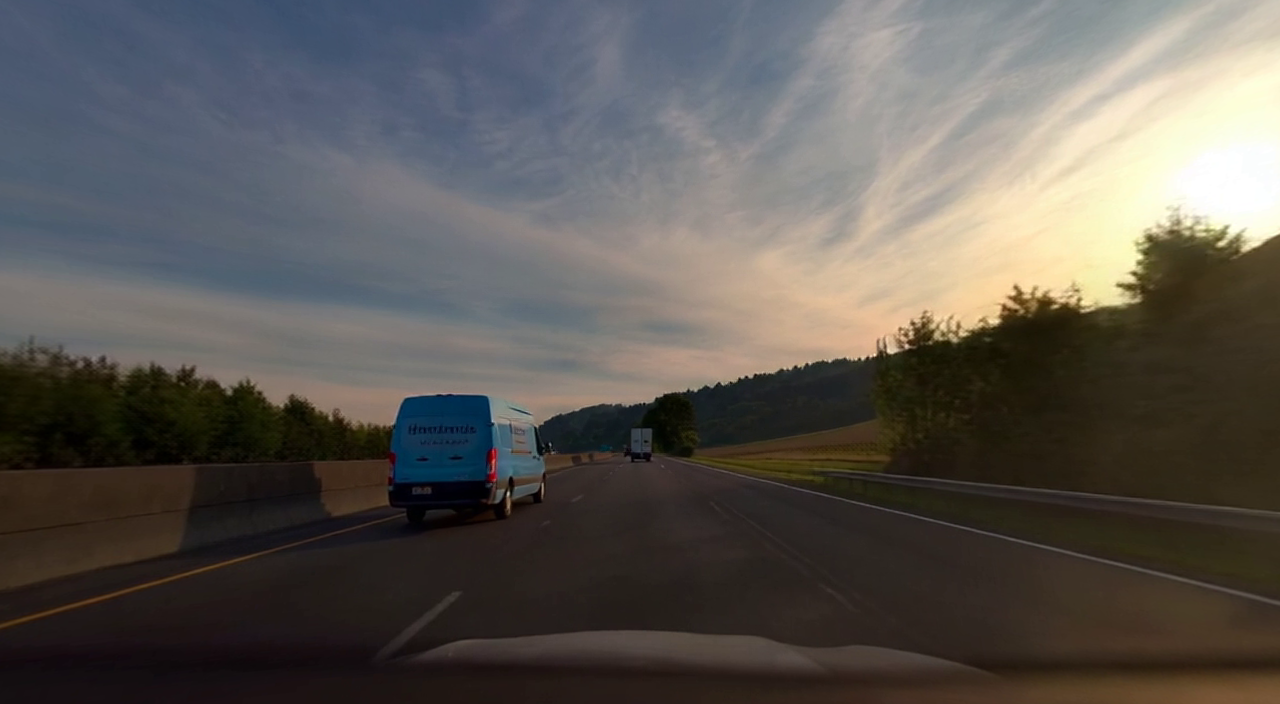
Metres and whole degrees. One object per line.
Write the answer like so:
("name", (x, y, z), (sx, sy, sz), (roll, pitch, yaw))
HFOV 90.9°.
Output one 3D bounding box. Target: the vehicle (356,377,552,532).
("vehicle", (-3.660, 2.277, 14.338), (2.320, 2.636, 7.021), (0, -9, 0))
